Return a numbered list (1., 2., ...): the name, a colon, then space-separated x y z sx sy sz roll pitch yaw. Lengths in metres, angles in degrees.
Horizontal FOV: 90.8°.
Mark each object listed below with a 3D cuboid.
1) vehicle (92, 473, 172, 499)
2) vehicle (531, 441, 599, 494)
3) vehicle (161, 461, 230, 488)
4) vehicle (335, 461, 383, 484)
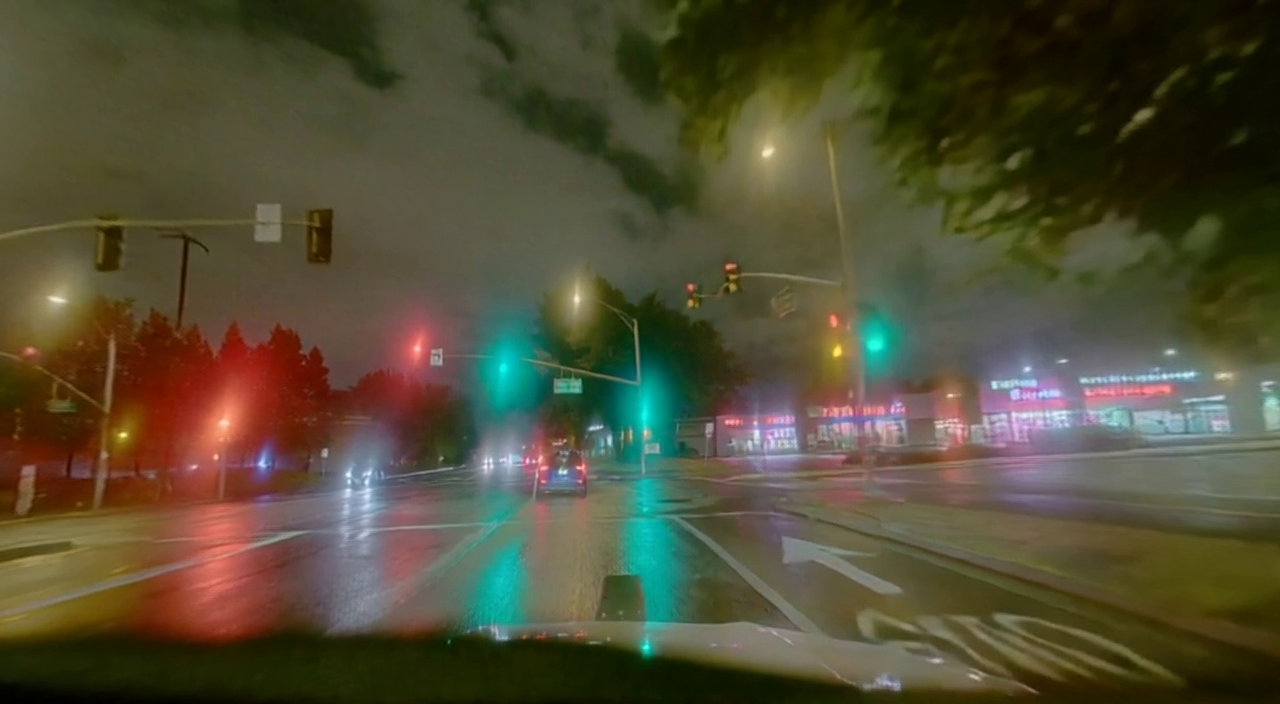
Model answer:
1. vehicle: -33.751 8.878 42.135 2.004 1.479 4.230 1 -9 -3
2. vehicle: -2.826 4.196 23.272 2.227 1.733 3.930 2 -9 -9
3. vehicle: -30.245 8.325 43.127 2.142 1.671 4.083 2 -9 -9
4. vehicle: -20.558 8.820 46.363 1.873 1.483 4.657 1 -9 -7
